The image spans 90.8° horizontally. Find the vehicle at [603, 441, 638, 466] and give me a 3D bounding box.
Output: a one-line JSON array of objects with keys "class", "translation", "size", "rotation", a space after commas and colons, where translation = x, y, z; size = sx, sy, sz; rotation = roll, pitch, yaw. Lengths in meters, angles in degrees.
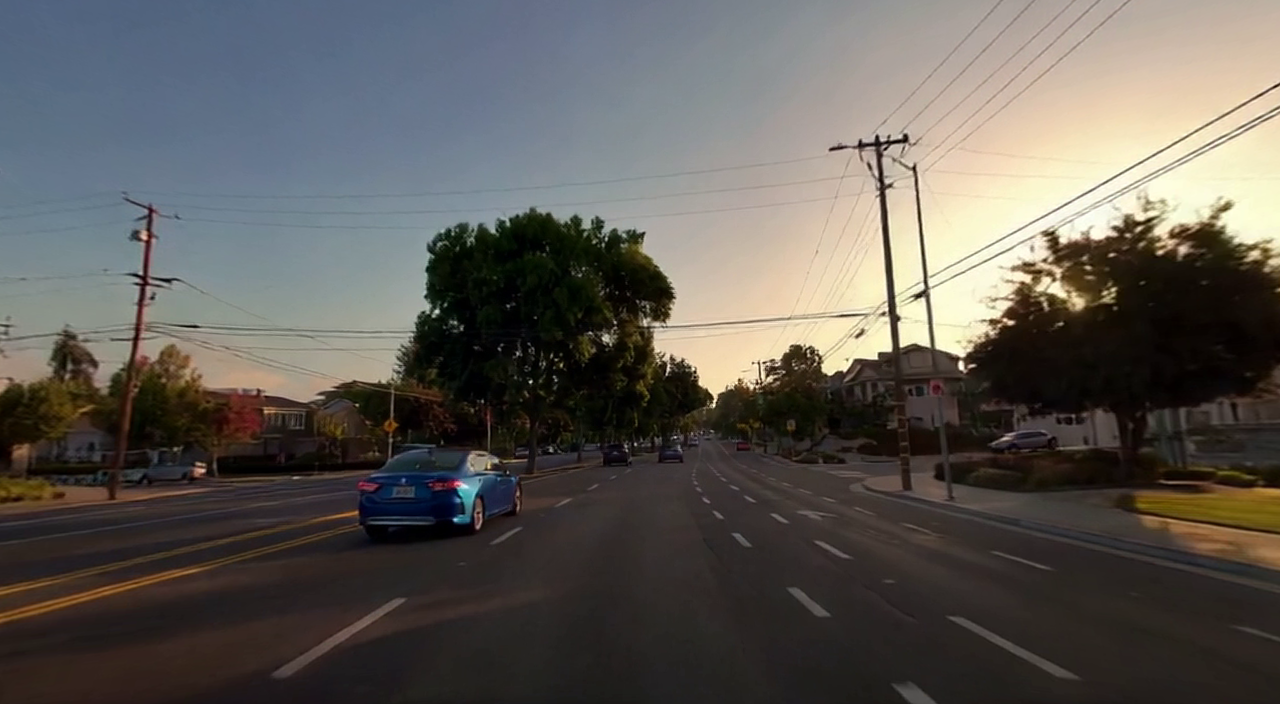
[{"class": "vehicle", "translation": [-1.372, 7.323, 45.718], "size": [1.899, 1.685, 4.121], "rotation": [-1, -8, 7]}]

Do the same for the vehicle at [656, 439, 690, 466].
[{"class": "vehicle", "translation": [2.378, 7.101, 44.764], "size": [2.155, 1.836, 4.250], "rotation": [-1, -8, 6]}]

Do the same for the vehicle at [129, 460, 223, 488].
[{"class": "vehicle", "translation": [-26.468, 6.965, 36.057], "size": [4.240, 1.442, 1.574], "rotation": [0, -8, 5]}]

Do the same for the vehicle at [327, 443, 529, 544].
[{"class": "vehicle", "translation": [-3.424, 2.354, 11.277], "size": [1.901, 1.409, 4.442], "rotation": [0, -8, 2]}]
